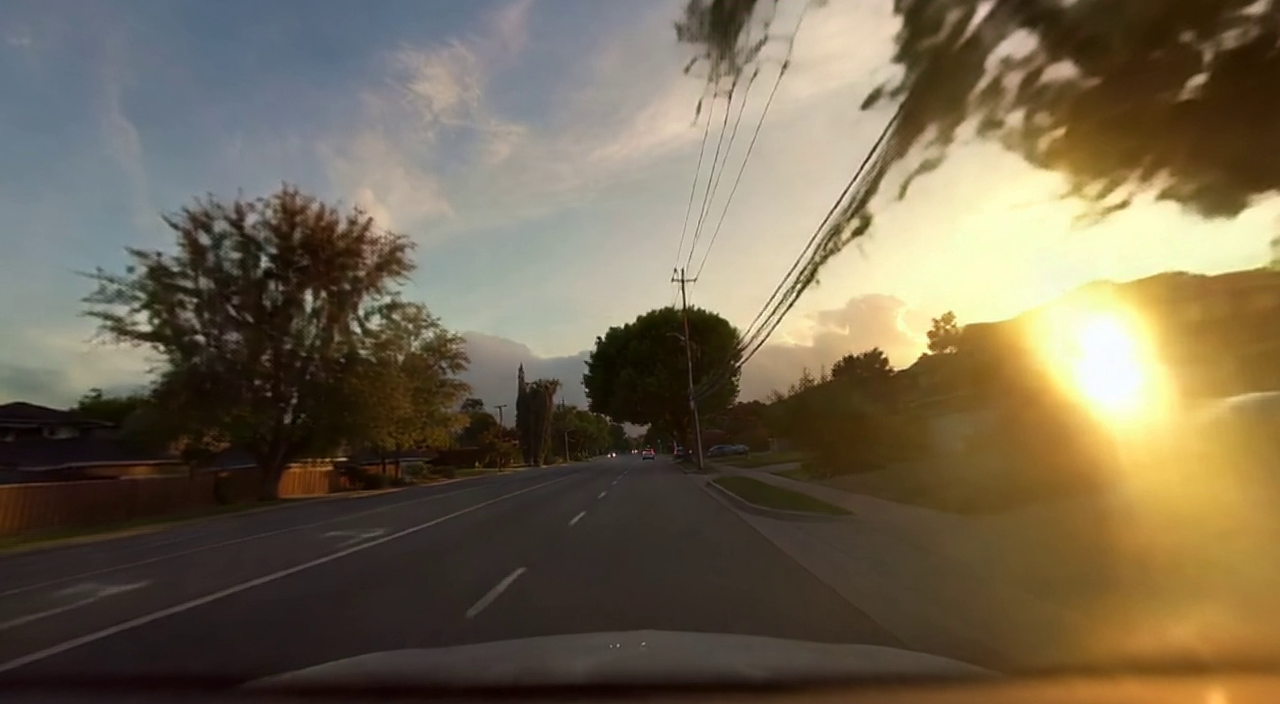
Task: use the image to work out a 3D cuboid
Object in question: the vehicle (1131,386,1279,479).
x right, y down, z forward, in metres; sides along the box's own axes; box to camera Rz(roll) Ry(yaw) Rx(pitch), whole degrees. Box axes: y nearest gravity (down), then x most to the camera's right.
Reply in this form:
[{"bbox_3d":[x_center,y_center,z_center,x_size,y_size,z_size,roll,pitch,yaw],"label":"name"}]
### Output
[{"bbox_3d":[11.427,1.407,11.096,3.992,1.486,1.727,-1,-9,1],"label":"vehicle"}]
